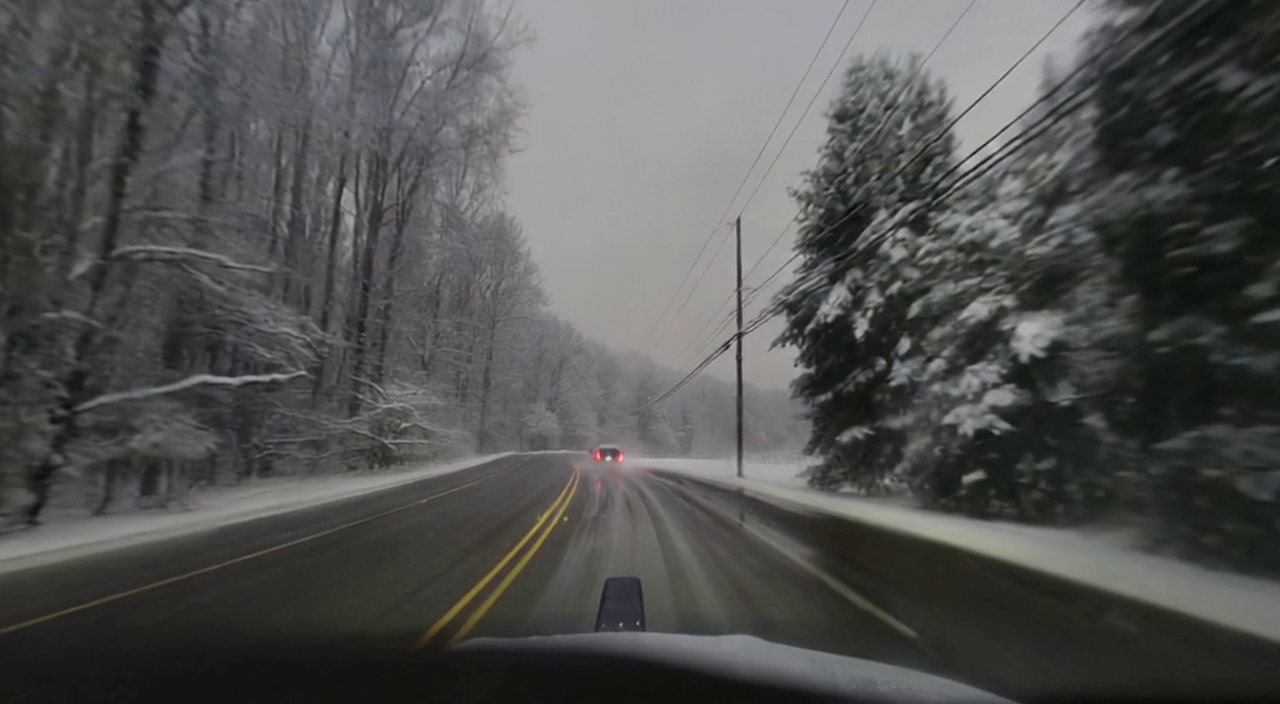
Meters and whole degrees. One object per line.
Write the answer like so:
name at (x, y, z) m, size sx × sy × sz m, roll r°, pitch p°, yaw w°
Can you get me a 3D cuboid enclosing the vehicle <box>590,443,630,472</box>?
vehicle at (-1.811, 6.125, 36.941) m, size 2.059 × 1.524 × 3.963 m, roll 3°, pitch -9°, yaw -5°
